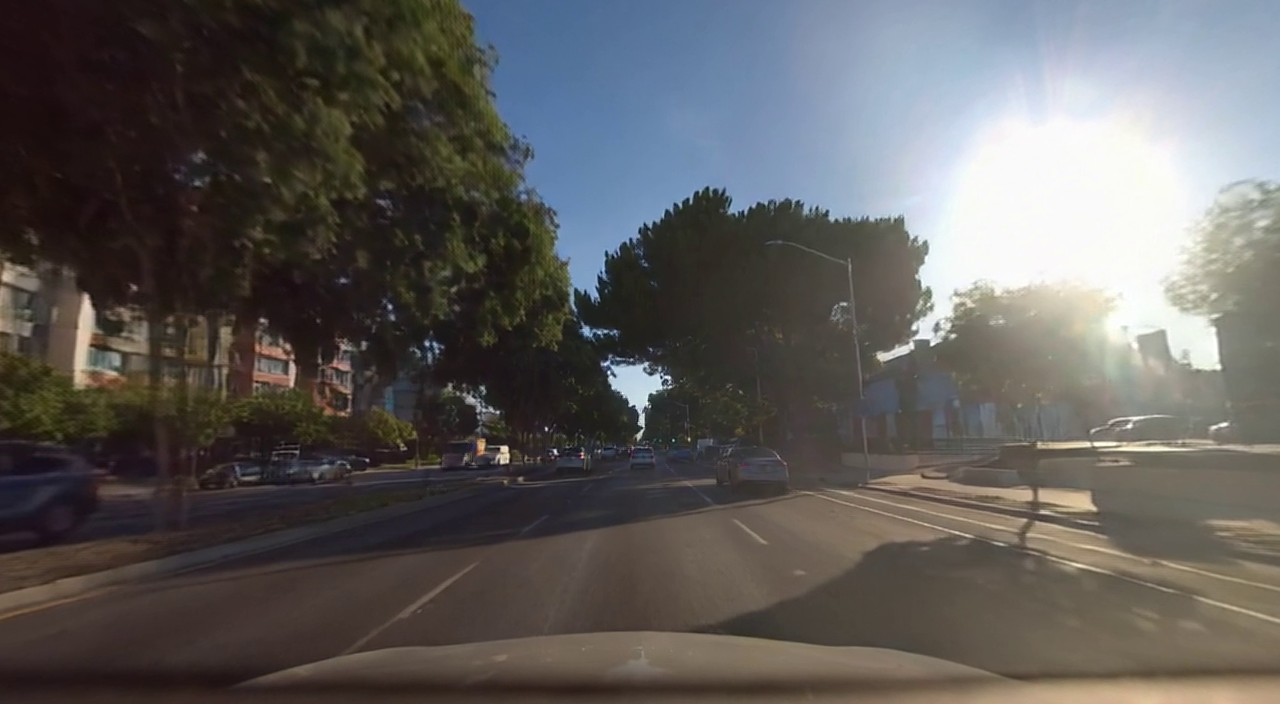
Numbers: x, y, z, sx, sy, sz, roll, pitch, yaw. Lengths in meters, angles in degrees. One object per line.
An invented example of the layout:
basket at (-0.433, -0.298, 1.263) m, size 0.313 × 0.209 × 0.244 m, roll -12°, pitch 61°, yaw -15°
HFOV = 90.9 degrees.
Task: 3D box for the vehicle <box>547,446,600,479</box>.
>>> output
vehicle at (-3.155, 5.358, 30.849) m, size 2.082 × 1.467 × 4.379 m, roll 0°, pitch -9°, yaw 0°

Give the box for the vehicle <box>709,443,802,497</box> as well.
vehicle at (3.475, 3.640, 19.931) m, size 1.990 × 1.486 × 4.431 m, roll 0°, pitch -9°, yaw -2°

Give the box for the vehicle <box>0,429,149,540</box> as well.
vehicle at (-12.422, 2.397, 11.441) m, size 2.296 × 1.941 × 5.816 m, roll -1°, pitch -9°, yaw 0°

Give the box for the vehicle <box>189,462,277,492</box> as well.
vehicle at (-22.565, 6.928, 35.193) m, size 1.801 × 1.467 × 4.723 m, roll 0°, pitch -9°, yaw 0°

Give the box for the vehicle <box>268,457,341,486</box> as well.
vehicle at (-19.061, 6.785, 36.048) m, size 1.924 × 1.493 × 4.006 m, roll 0°, pitch -9°, yaw 0°

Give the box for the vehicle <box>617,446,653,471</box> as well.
vehicle at (-0.320, 6.676, 39.696) m, size 2.101 × 1.480 × 3.929 m, roll 0°, pitch -9°, yaw -1°
